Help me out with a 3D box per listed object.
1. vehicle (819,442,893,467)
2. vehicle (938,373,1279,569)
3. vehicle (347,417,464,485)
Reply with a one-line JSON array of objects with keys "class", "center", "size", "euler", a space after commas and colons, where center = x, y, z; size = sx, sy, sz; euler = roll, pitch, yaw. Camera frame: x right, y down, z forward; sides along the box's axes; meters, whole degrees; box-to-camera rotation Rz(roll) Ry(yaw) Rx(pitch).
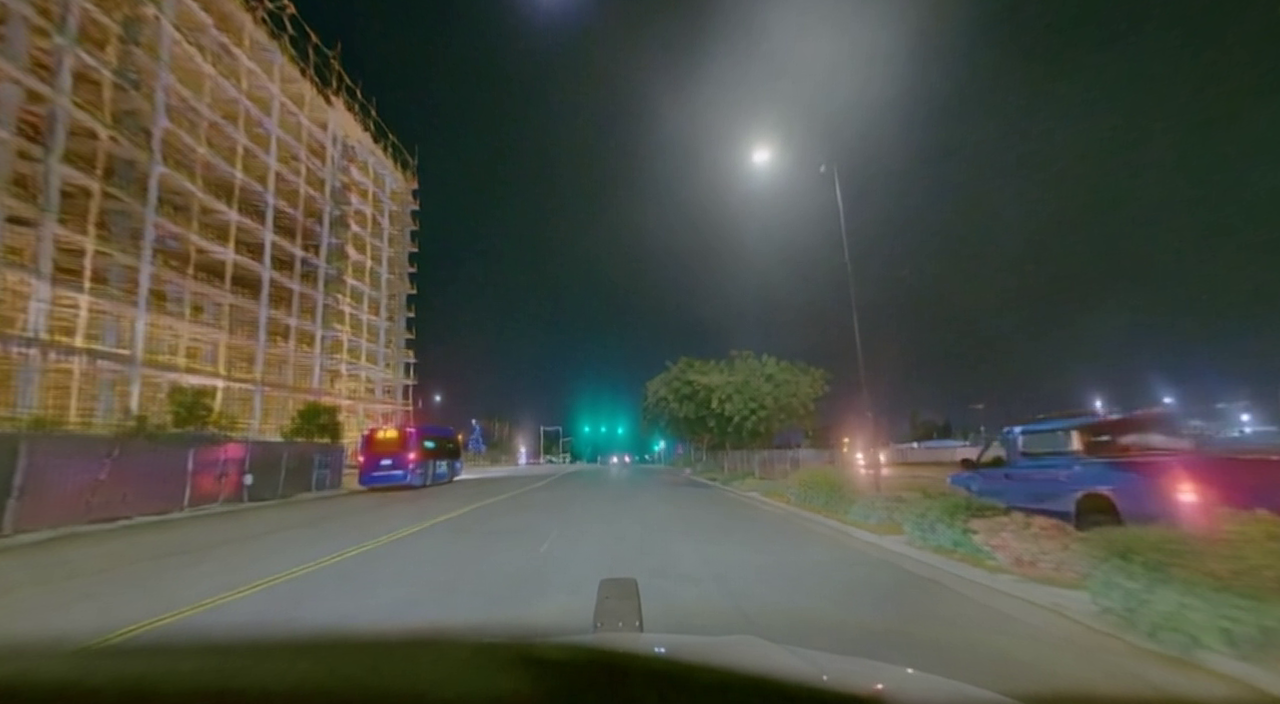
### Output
[{"class": "vehicle", "center": [13.393, 6.396, 39.253], "size": [3.897, 1.470, 1.829], "euler": [1, -10, -2]}, {"class": "vehicle", "center": [6.986, 1.662, 9.184], "size": [2.267, 1.911, 5.816], "euler": [1, -10, -2]}, {"class": "vehicle", "center": [-10.538, 4.563, 29.181], "size": [2.979, 2.803, 5.962], "euler": [0, -9, 1]}]
